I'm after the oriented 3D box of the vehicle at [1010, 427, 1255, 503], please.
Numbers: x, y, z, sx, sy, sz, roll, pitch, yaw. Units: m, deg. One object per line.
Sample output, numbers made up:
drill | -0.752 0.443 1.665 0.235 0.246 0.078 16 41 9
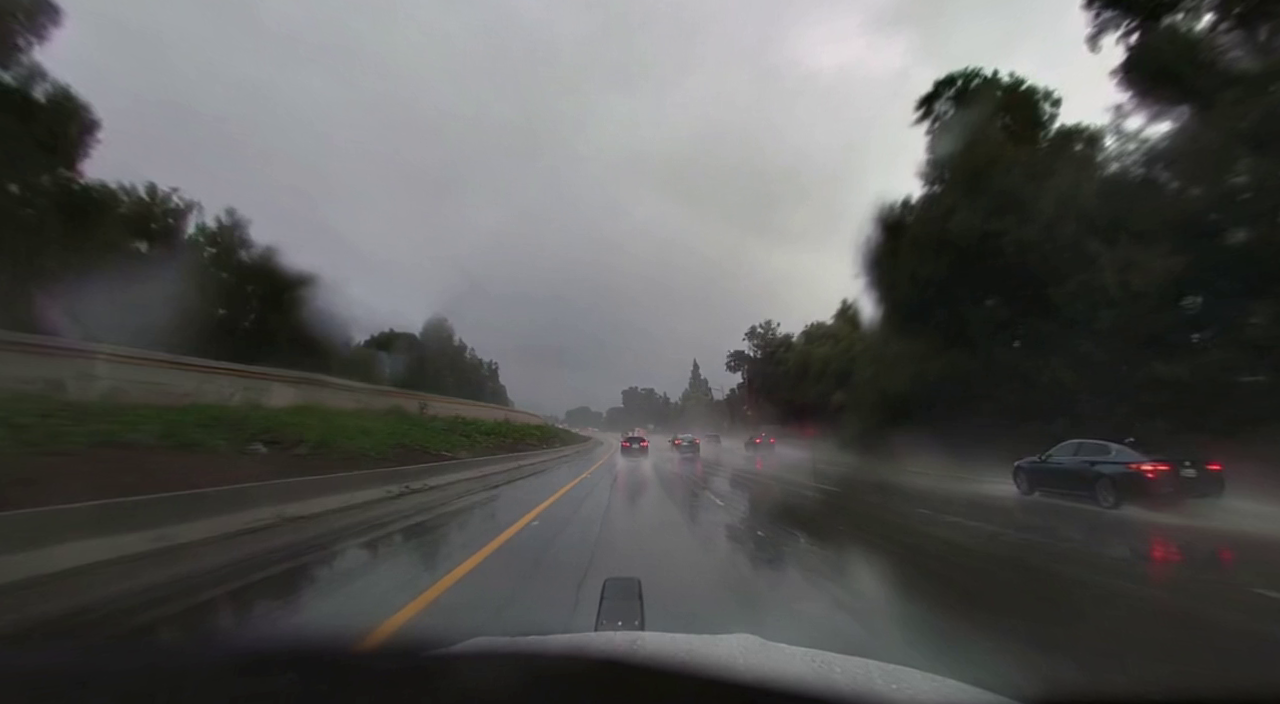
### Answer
vehicle | 11.366 2.631 15.099 2.041 1.517 4.645 0 -8 -1
